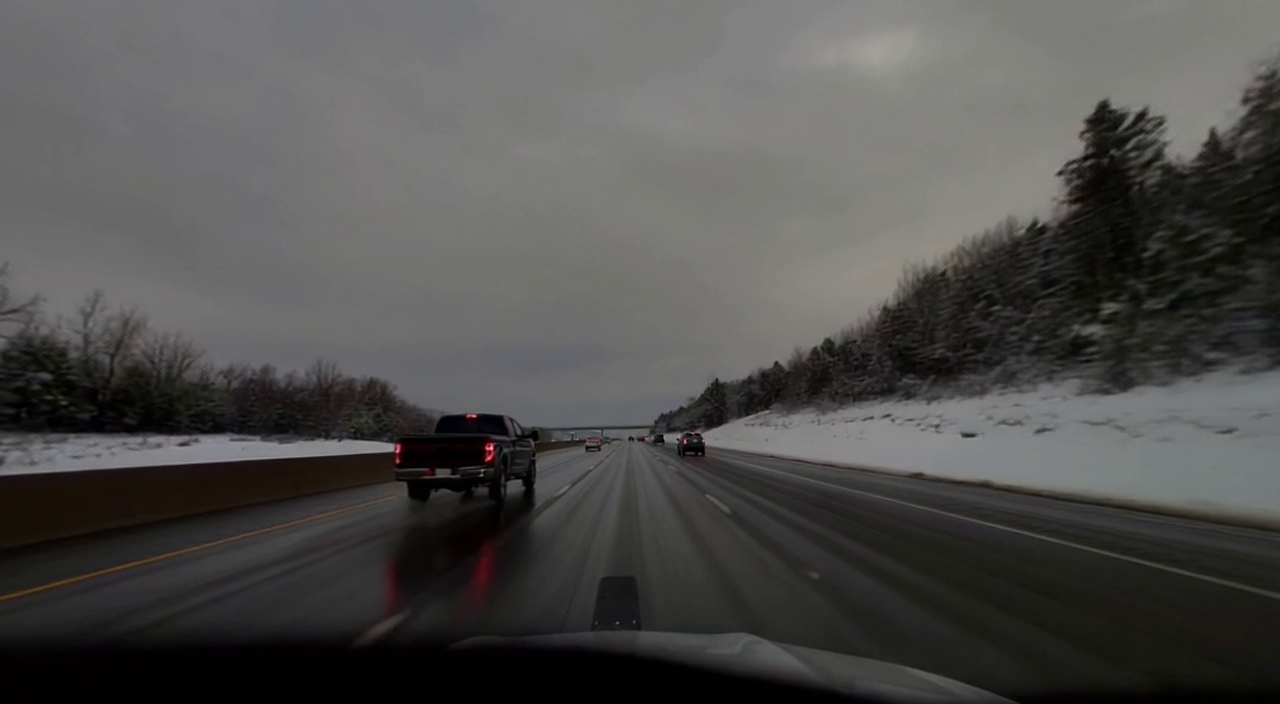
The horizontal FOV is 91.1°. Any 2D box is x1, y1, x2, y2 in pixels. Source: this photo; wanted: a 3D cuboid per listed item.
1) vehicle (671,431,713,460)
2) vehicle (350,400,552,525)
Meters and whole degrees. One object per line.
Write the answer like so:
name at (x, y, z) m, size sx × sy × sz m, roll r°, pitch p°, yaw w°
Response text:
vehicle at (3.165, 5.790, 39.085) m, size 2.124 × 1.696 × 4.173 m, roll 0°, pitch -8°, yaw -2°
vehicle at (-3.043, 1.903, 11.402) m, size 2.185 × 1.772 × 4.656 m, roll 0°, pitch -8°, yaw 0°
